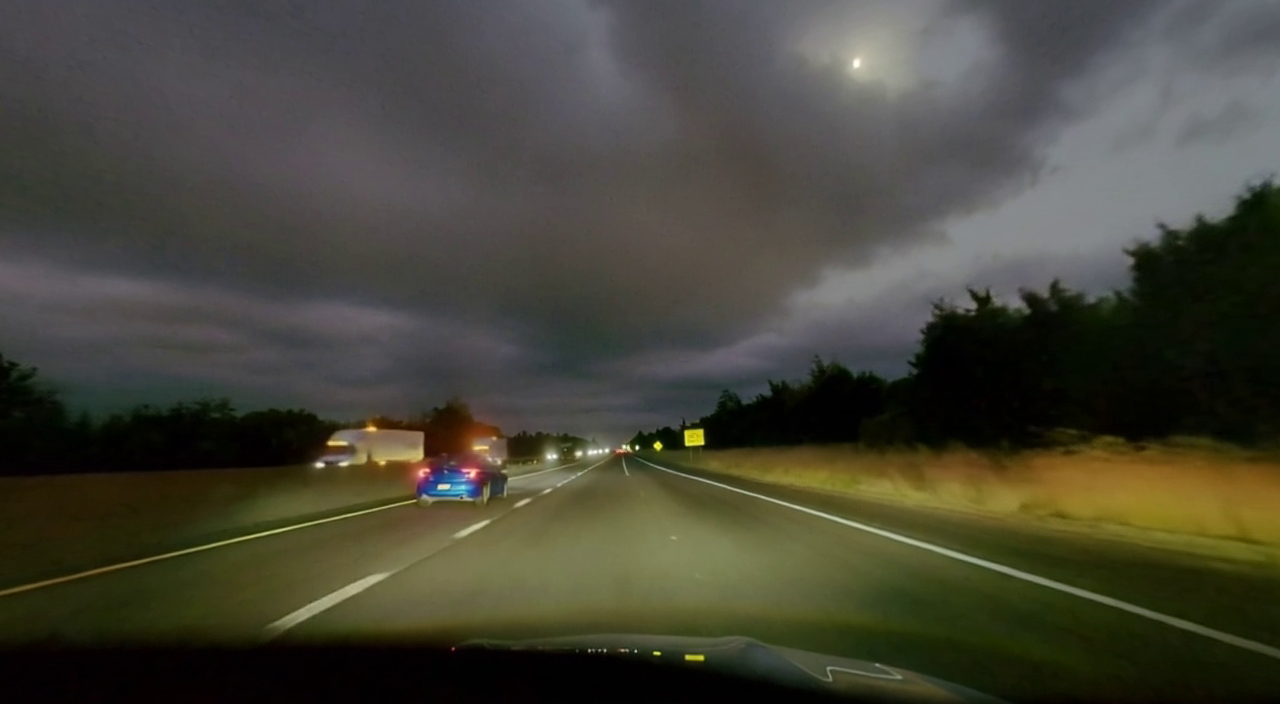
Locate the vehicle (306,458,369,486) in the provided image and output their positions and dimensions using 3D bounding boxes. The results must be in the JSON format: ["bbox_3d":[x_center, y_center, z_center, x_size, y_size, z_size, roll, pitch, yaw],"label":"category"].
[{"bbox_3d":[-17.693,7.012,37.099,1.766,1.456,3.905,0,-9,-1],"label":"vehicle"}]

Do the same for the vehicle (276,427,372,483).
[{"bbox_3d":[-22.239,7.319,44.914,3.788,3.644,6.022,0,-9,-2],"label":"vehicle"}]

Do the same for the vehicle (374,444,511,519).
[{"bbox_3d":[-4.566,3.040,15.290,2.121,1.537,3.852,0,-9,-1],"label":"vehicle"}]
